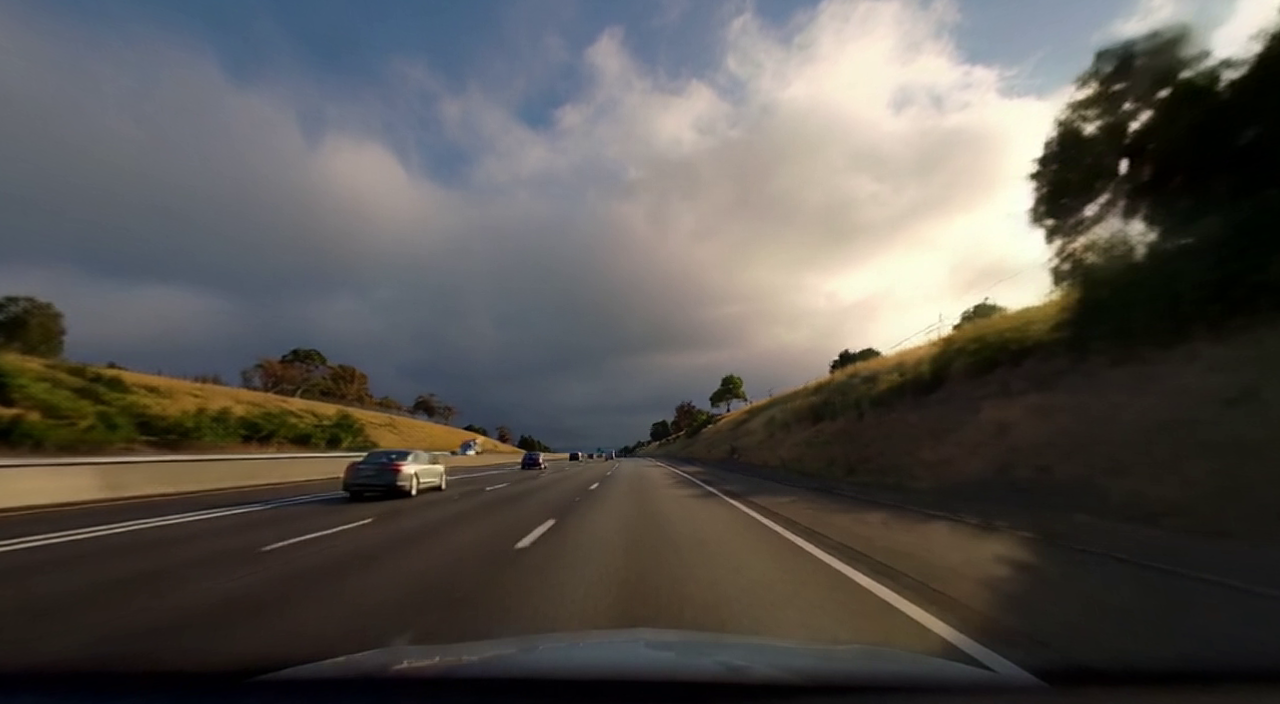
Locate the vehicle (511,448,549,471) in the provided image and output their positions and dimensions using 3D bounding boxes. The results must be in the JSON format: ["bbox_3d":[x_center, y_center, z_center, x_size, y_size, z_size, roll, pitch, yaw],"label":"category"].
[{"bbox_3d":[-7.680,7.530,44.351,1.966,1.476,4.240,0,-9,0],"label":"vehicle"}]

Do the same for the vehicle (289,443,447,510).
[{"bbox_3d":[-6.778,3.131,16.377,2.015,1.483,4.626,0,-9,0],"label":"vehicle"}]
